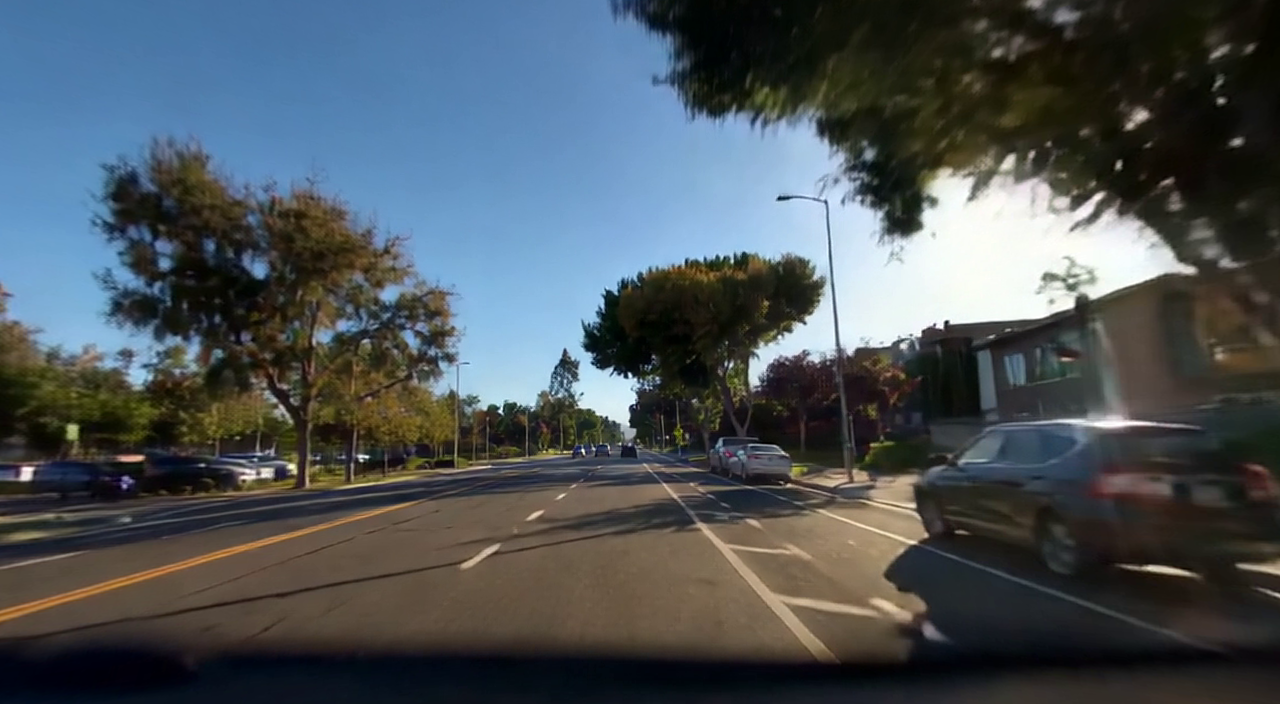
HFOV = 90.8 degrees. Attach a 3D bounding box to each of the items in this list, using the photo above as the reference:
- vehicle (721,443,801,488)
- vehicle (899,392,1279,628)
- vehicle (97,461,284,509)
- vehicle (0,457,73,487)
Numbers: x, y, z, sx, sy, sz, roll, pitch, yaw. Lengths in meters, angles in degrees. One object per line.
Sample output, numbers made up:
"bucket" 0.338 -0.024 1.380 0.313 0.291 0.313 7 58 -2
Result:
"vehicle" 4.269 4.052 22.966 1.935 1.433 4.241 0 -8 -2
"vehicle" 4.767 1.479 6.870 2.028 1.731 4.241 0 -8 -1
"vehicle" -15.555 4.616 22.119 4.826 1.491 2.086 1 -8 -4
"vehicle" -37.427 7.196 38.074 4.414 1.651 1.912 5 -10 -31
